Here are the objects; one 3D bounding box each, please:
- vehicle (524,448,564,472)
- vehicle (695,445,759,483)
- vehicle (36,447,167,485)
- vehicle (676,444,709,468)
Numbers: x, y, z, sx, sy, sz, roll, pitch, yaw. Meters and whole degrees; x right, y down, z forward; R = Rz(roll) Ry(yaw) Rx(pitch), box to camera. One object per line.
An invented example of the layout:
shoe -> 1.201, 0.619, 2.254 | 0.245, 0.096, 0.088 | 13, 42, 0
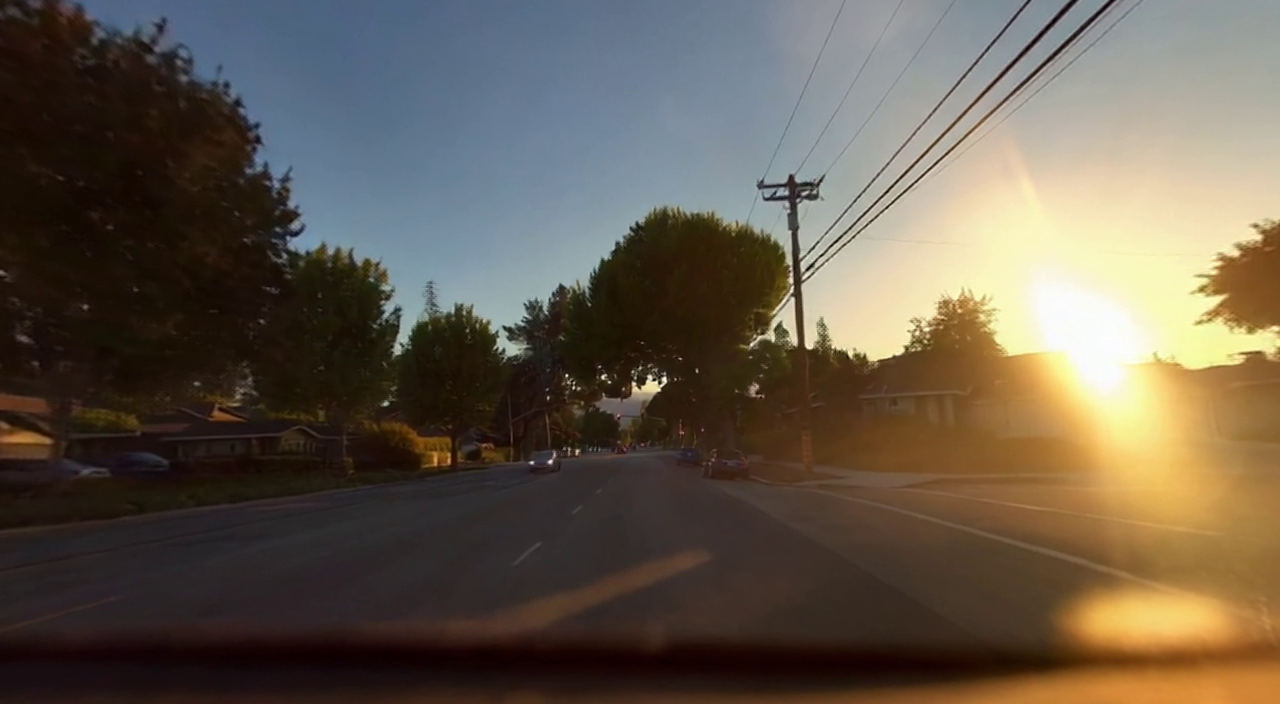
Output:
vehicle -> -6.501, 7.322, 43.189 | 2.049, 1.494, 4.226 | -1, -8, 0
vehicle -> 3.736, 4.885, 27.940 | 2.031, 1.500, 4.590 | -1, -8, -1
vehicle -> -28.639, 6.054, 33.725 | 4.750, 1.845, 2.382 | -1, -8, -1
vehicle -> 3.977, 7.986, 48.707 | 2.020, 1.690, 4.621 | -1, -9, -1
